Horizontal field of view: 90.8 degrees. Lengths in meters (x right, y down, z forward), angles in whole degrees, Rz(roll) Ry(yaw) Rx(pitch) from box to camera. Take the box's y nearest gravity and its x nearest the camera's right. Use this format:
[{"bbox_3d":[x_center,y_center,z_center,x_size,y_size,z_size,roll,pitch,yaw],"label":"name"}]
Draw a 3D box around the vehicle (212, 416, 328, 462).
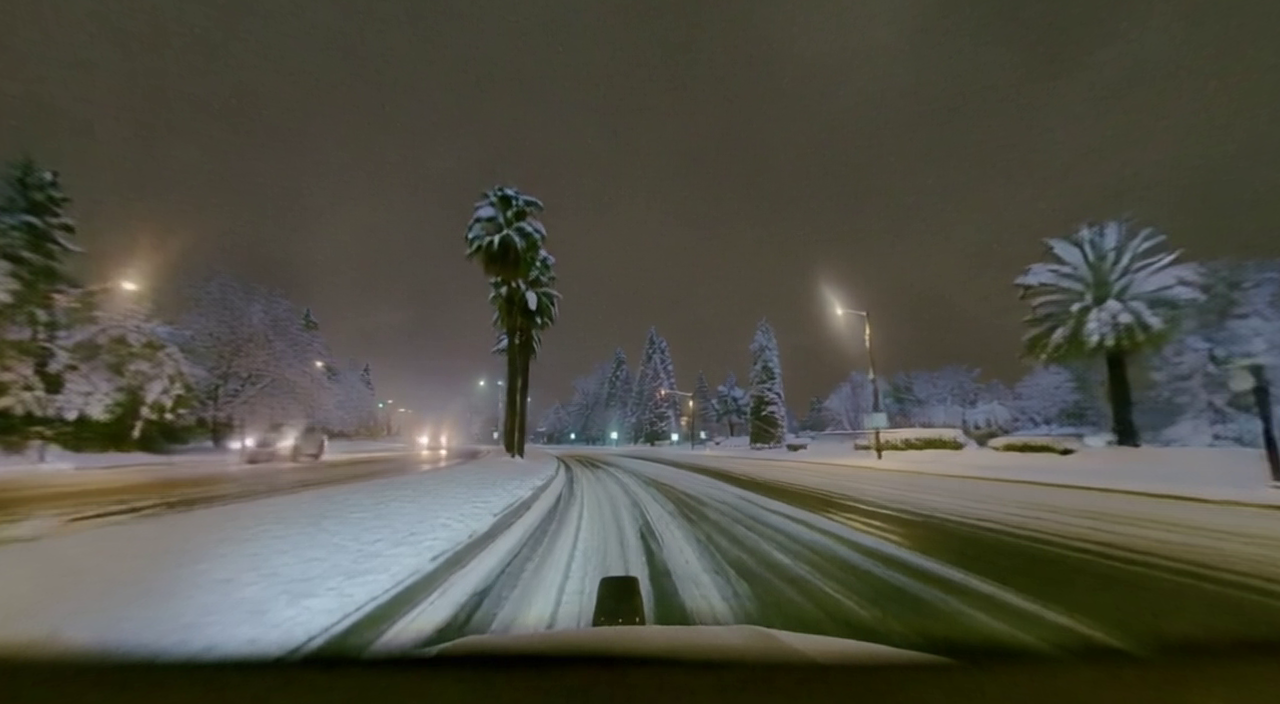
[{"bbox_3d":[-14.455,3.462,25.043,2.012,1.633,4.505,0,-8,-3],"label":"vehicle"}]
